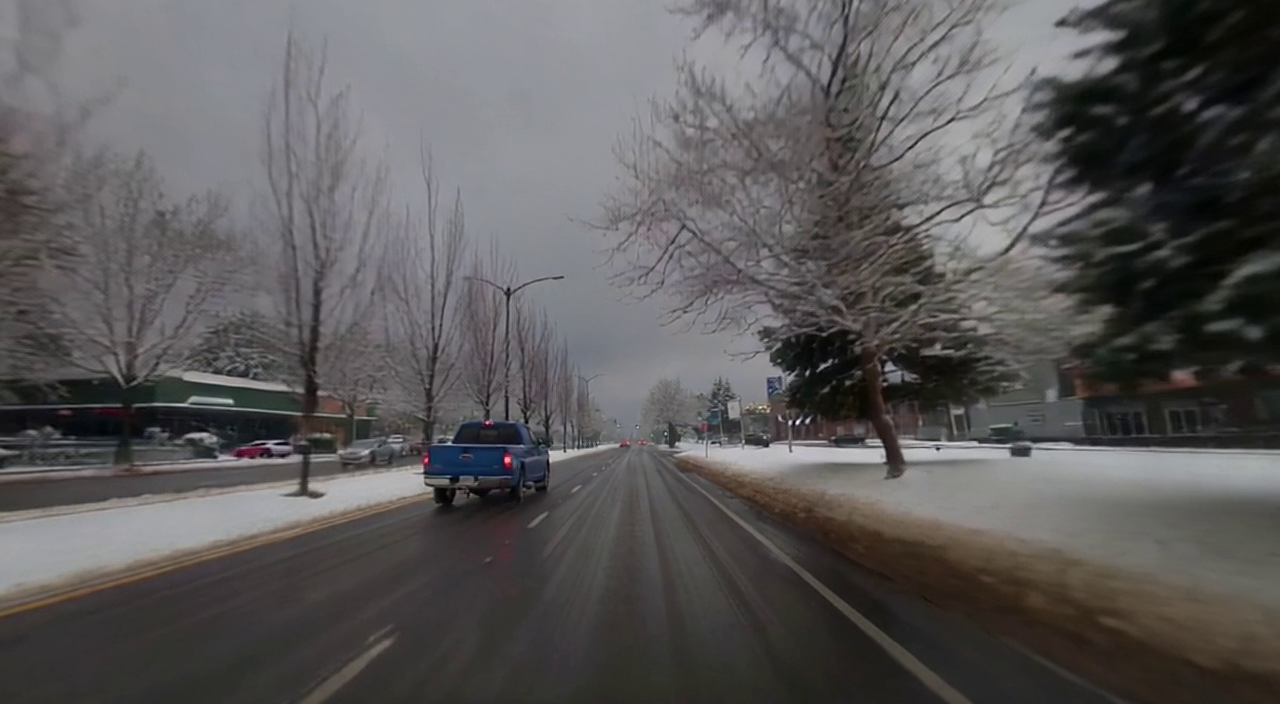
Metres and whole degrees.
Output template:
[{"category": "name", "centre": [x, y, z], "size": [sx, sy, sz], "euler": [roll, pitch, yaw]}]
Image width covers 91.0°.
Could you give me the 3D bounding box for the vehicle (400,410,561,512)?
[{"category": "vehicle", "centre": [-3.157, 2.292, 13.868], "size": [2.065, 1.790, 5.417], "euler": [0, -8, 1]}]

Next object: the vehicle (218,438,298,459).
[{"category": "vehicle", "centre": [-28.617, 7.238, 47.213], "size": [4.702, 1.485, 2.024], "euler": [0, -8, 2]}]

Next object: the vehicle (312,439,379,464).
[{"category": "vehicle", "centre": [-18.475, 6.255, 39.740], "size": [1.854, 1.472, 4.854], "euler": [0, -8, 1]}]
